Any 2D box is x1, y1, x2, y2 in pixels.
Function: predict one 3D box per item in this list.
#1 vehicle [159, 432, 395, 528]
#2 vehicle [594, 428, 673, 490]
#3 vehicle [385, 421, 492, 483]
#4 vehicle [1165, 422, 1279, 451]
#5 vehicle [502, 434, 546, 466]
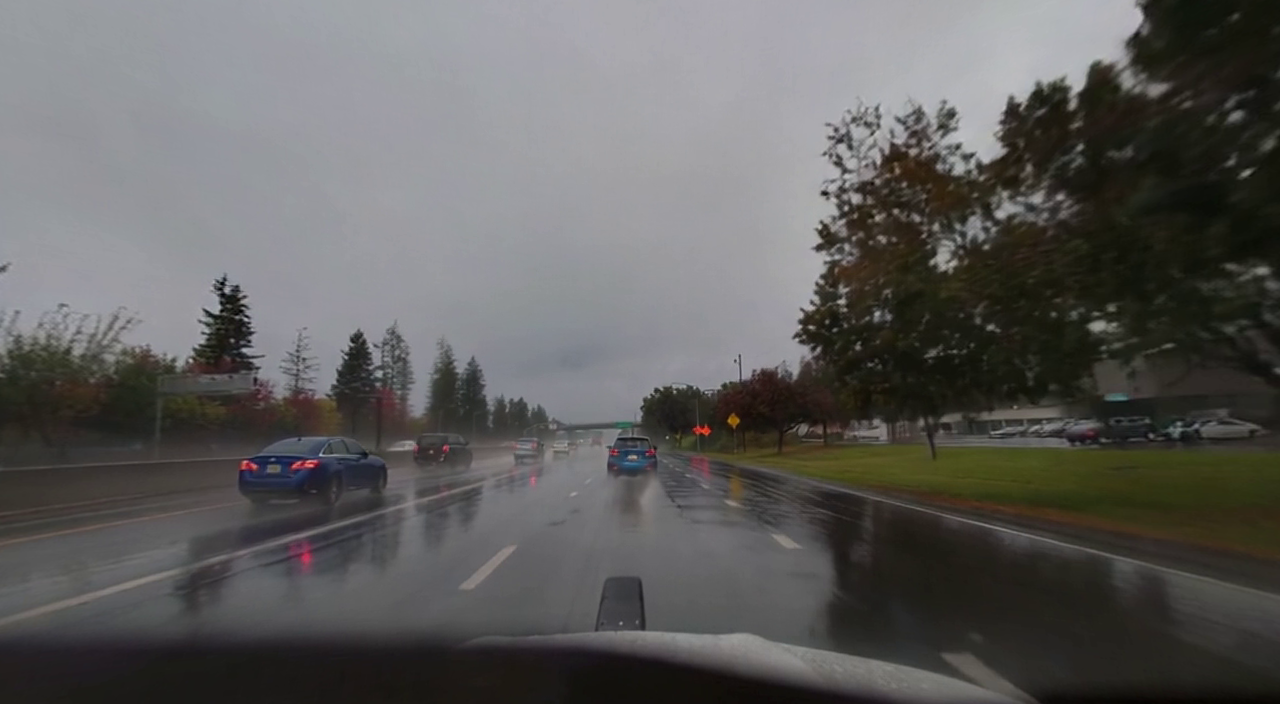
[{"bbox_3d":[-6.619,2.350,12.276,1.900,1.483,4.547,0,-8,0],"label":"vehicle"},{"bbox_3d":[-0.196,3.182,19.157,2.140,1.653,4.108,0,-8,-1],"label":"vehicle"},{"bbox_3d":[-6.886,3.487,22.247,2.144,1.905,4.967,0,-8,0],"label":"vehicle"},{"bbox_3d":[29.109,4.185,31.399,4.105,1.306,2.050,-1,-7,1],"label":"vehicle"},{"bbox_3d":[-6.802,5.792,37.422,1.914,1.756,4.179,0,-8,-1],"label":"vehicle"}]
